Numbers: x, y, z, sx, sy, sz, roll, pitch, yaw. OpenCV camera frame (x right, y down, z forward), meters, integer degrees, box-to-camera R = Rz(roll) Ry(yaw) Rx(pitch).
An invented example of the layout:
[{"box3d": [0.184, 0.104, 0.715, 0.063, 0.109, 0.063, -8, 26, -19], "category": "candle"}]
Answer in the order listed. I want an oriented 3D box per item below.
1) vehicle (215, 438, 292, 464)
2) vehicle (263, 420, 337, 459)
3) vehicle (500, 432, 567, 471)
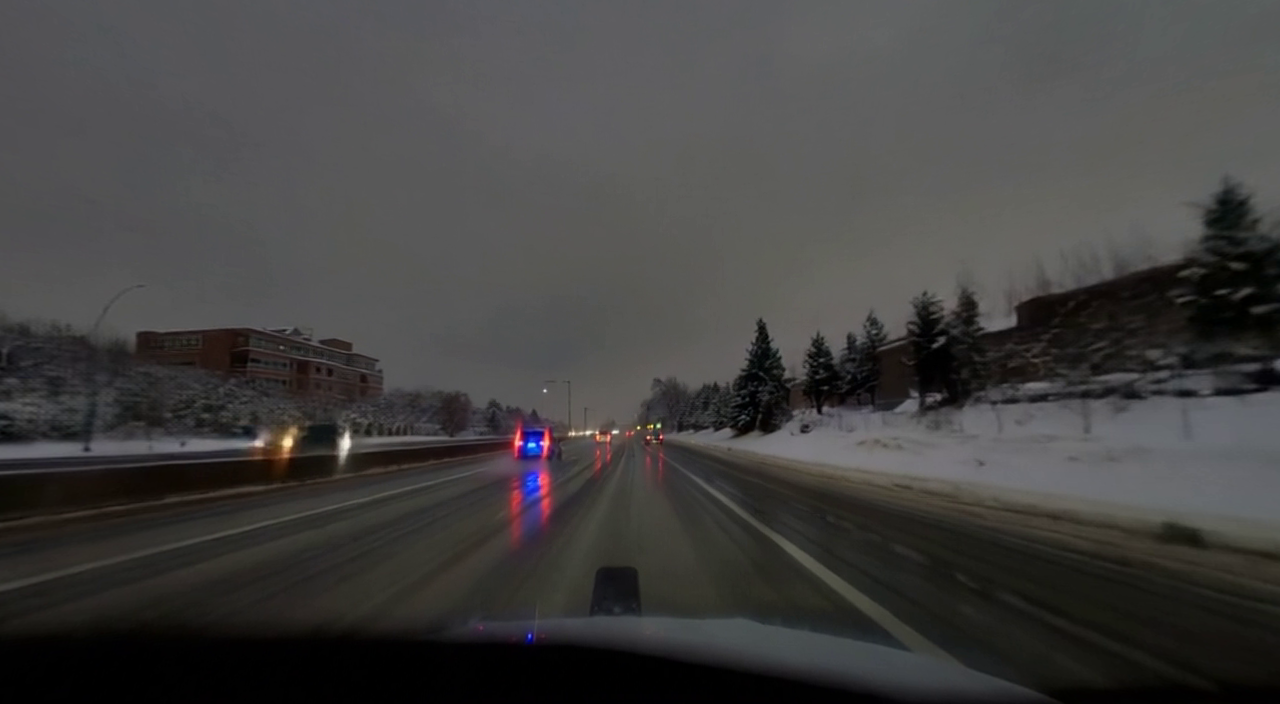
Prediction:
[{"box3d": [-24.939, 6.399, 40.769, 1.863, 1.561, 4.871, 0, -8, 0], "category": "vehicle"}, {"box3d": [-25.095, 6.500, 46.725, 2.452, 2.744, 5.443, 0, -8, -1], "category": "vehicle"}, {"box3d": [-4.351, 4.141, 26.435, 1.996, 1.490, 4.571, 0, -8, 0], "category": "vehicle"}]
